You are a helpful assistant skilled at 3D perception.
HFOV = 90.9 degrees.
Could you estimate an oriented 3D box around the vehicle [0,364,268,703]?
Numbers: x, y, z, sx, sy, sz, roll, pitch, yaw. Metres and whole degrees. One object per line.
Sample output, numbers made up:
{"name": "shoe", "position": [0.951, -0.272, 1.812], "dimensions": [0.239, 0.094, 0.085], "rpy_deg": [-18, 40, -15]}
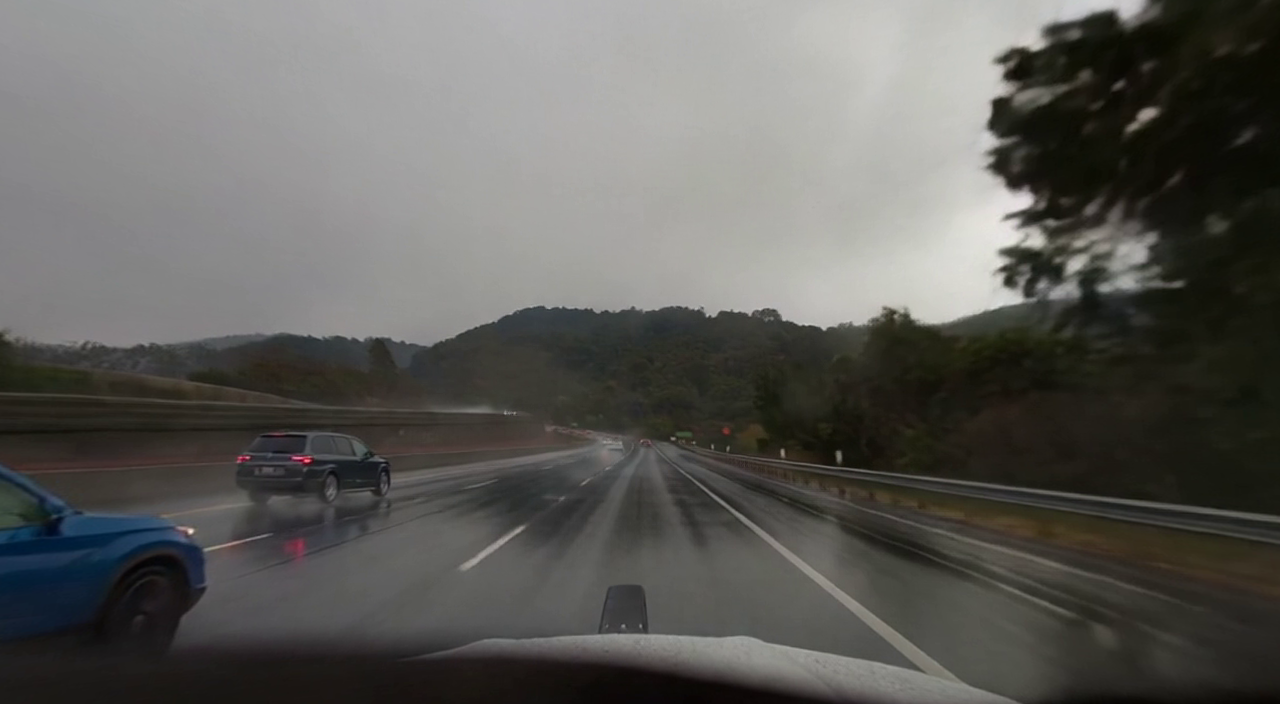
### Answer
{"name": "vehicle", "position": [-3.712, 0.847, 2.374], "dimensions": [1.983, 1.663, 4.290], "rpy_deg": [0, -9, 0]}

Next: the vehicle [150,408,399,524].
{"name": "vehicle", "position": [-7.120, 2.291, 13.144], "dimensions": [2.151, 1.925, 4.945], "rpy_deg": [0, -9, 1]}
